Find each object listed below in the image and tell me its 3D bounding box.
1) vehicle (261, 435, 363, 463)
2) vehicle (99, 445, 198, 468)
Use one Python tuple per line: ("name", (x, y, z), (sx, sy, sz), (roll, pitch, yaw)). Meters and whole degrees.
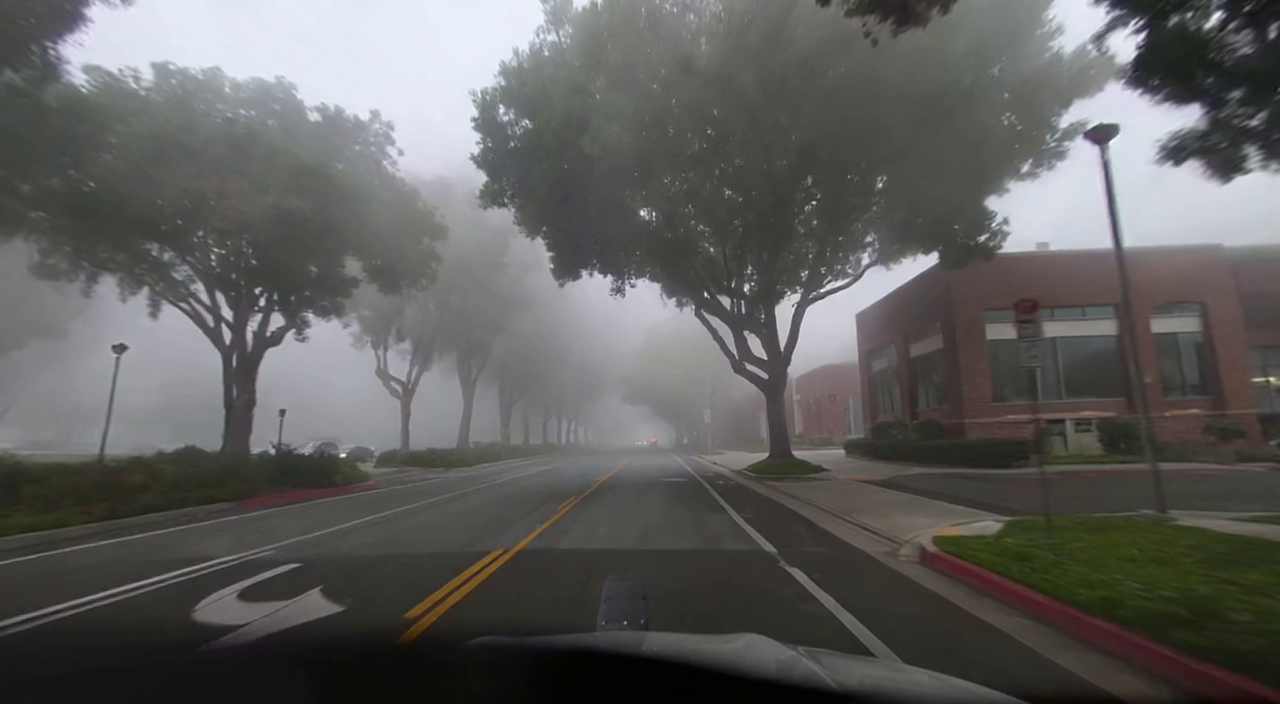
("vehicle", (-18.937, 5.609, 36.535), (4.699, 1.558, 2.113), (-1, -9, 4))
("vehicle", (-32.716, 6.979, 42.073), (4.704, 1.448, 2.199), (0, -8, -2))
